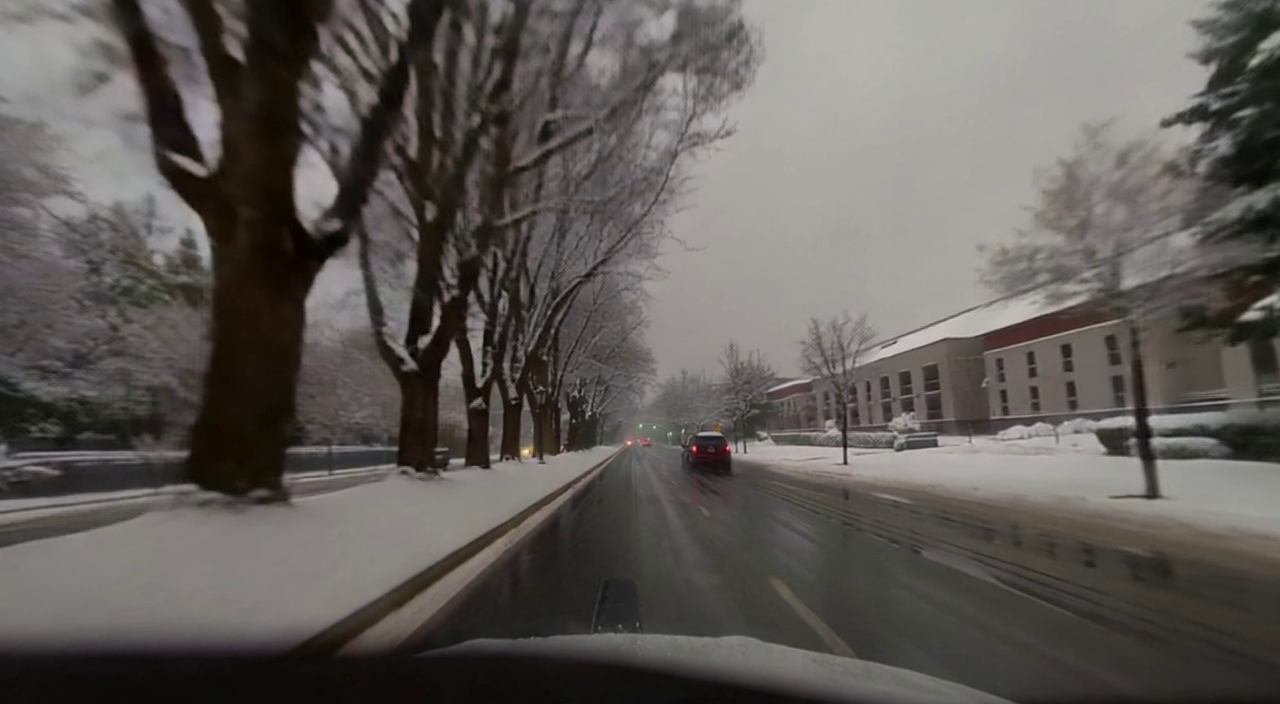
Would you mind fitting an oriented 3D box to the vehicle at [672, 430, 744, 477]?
[{"bbox_3d":[2.650,4.110,25.846,2.240,1.740,4.605,0,-8,-2],"label":"vehicle"}]

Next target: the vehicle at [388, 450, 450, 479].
[{"bbox_3d":[-12.031,6.115,34.703,1.834,1.415,4.509,0,-8,-1],"label":"vehicle"}]
